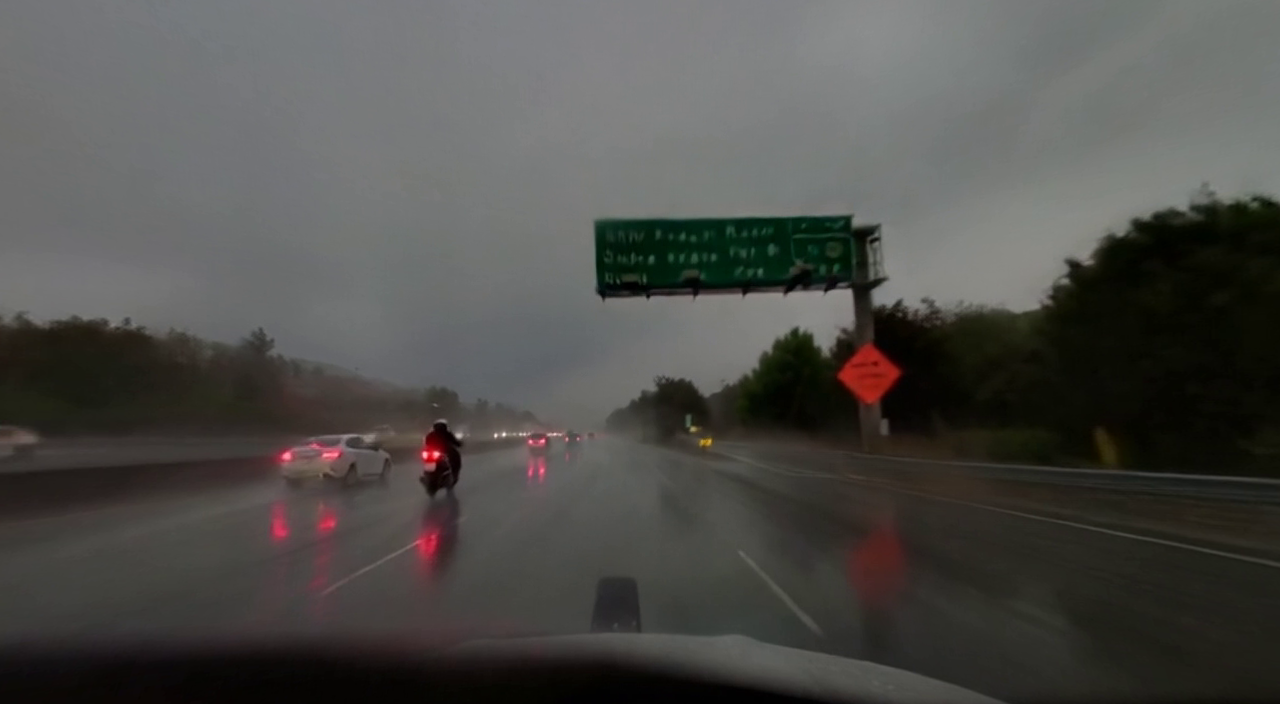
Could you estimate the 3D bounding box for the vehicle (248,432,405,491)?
[{"bbox_3d":[-8.420,2.946,17.530,2.053,1.409,4.704,0,-8,-1],"label":"vehicle"}]
